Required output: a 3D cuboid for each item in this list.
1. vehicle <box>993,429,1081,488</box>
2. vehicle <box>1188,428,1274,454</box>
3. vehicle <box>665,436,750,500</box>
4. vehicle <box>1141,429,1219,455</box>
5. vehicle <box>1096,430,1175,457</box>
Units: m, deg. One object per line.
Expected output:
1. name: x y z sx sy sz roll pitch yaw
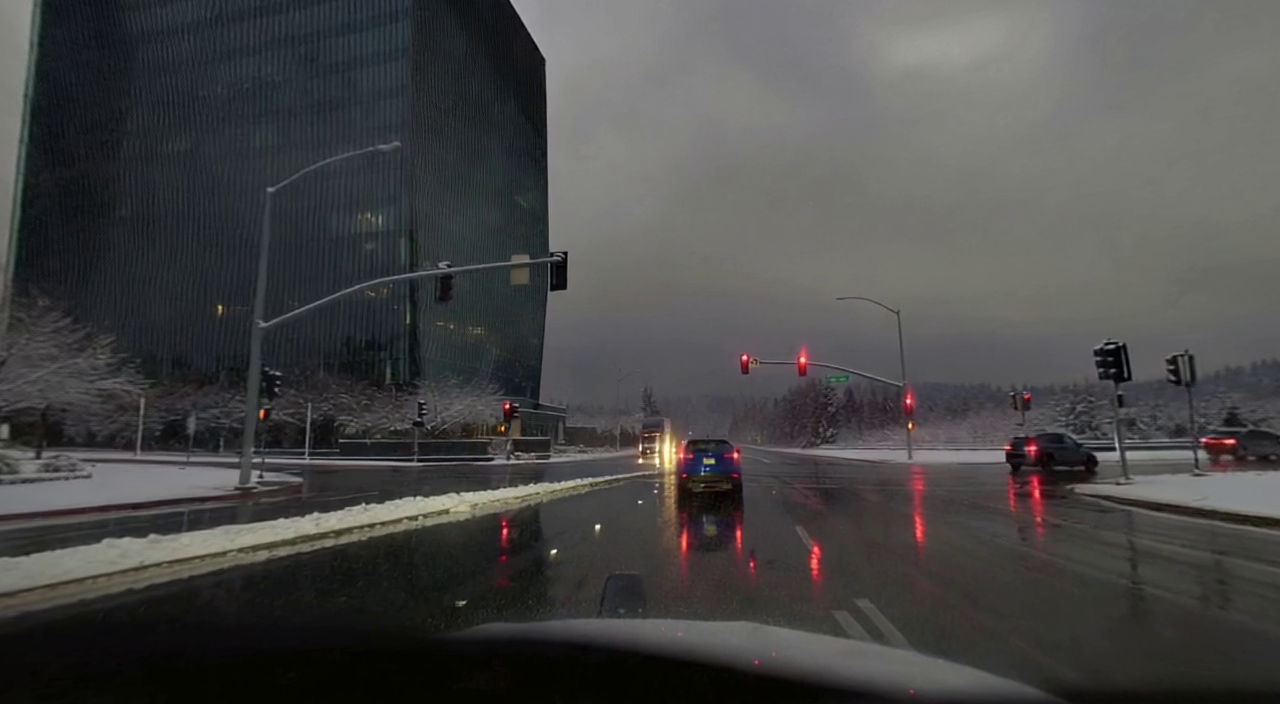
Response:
1. vehicle: 13.524 3.633 21.751 2.174 1.749 4.739 -5 -10 28
2. vehicle: 34.835 5.288 37.263 1.743 1.472 3.772 -1 -9 9
3. vehicle: 1.988 3.126 17.411 2.014 1.525 4.197 -1 -9 10
4. vehicle: 32.366 5.445 37.885 1.816 1.476 3.652 -1 -9 10
5. vehicle: 30.123 5.611 38.449 1.864 1.519 4.317 -1 -9 11
